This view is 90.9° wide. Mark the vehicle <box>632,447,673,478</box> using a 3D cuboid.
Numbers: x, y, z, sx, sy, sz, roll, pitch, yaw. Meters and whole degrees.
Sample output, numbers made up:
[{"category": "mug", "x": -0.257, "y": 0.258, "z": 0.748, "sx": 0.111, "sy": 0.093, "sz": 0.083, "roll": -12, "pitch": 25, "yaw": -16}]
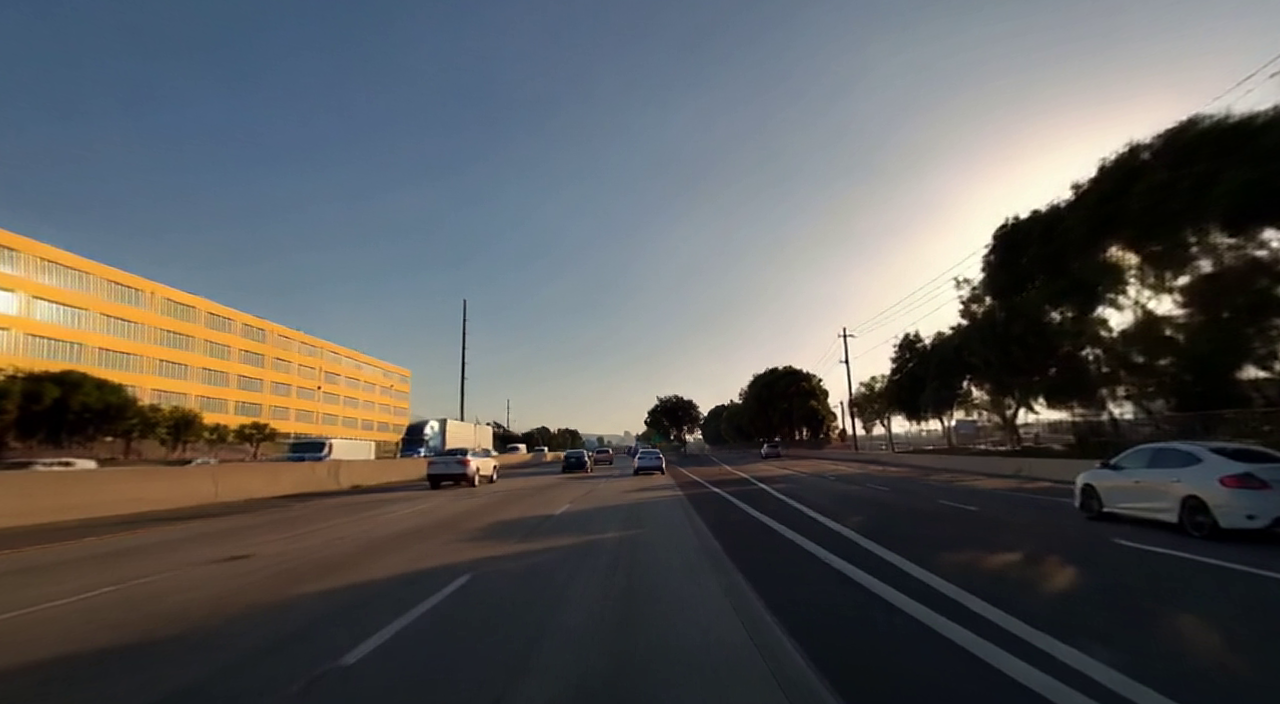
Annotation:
[{"category": "vehicle", "x": 0.641, "y": 6.037, "z": 34.768, "sx": 2.107, "sy": 1.538, "sz": 3.999, "roll": 0, "pitch": -8, "yaw": 0}]

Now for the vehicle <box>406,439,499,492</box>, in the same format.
[{"category": "vehicle", "x": -7.204, "y": 4.379, "z": 24.851, "sx": 2.106, "sy": 1.827, "sz": 4.814, "roll": -1, "pitch": -8, "yaw": 1}]

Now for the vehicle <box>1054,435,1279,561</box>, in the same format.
[{"category": "vehicle", "x": 8.768, "y": 2.046, "z": 9.699, "sx": 1.966, "sy": 1.484, "sz": 4.610, "roll": -1, "pitch": -8, "yaw": 5}]

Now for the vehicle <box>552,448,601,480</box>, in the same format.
[{"category": "vehicle", "x": -3.312, "y": 5.920, "z": 33.671, "sx": 2.059, "sy": 1.508, "sz": 4.662, "roll": -1, "pitch": -8, "yaw": 1}]

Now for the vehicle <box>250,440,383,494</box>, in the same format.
[{"category": "vehicle", "x": -12.919, "y": 4.592, "z": 25.771, "sx": 2.283, "sy": 1.915, "sz": 5.774, "roll": -1, "pitch": -8, "yaw": 1}]

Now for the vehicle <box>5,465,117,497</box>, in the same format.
[{"category": "vehicle", "x": -28.488, "y": 6.337, "z": 31.208, "sx": 1.896, "sy": 1.447, "sz": 3.814, "roll": 0, "pitch": -10, "yaw": -1}]

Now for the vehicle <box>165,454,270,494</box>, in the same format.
[{"category": "vehicle", "x": -20.181, "y": 5.793, "z": 30.378, "sx": 1.853, "sy": 1.671, "sz": 4.525, "roll": -1, "pitch": -8, "yaw": 1}]
